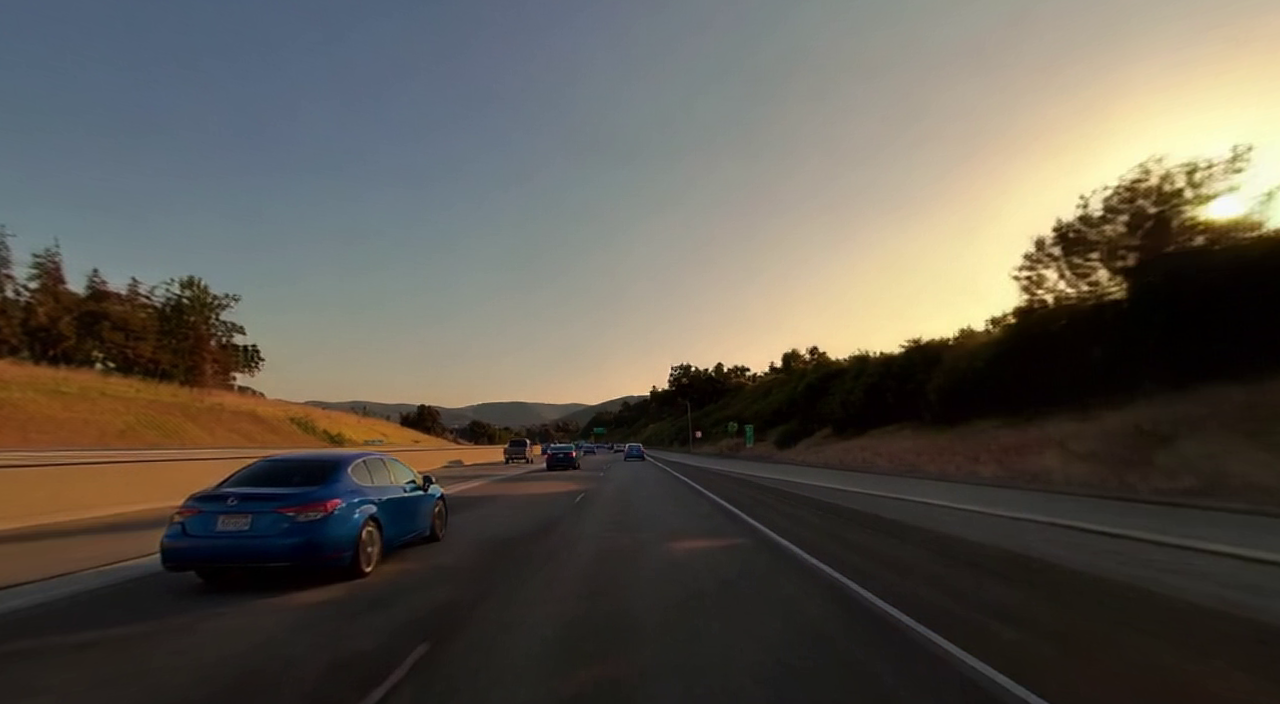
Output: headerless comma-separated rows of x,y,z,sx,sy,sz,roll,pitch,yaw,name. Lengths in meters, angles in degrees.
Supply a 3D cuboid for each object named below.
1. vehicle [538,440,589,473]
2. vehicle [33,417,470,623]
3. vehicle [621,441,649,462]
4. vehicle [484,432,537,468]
-3.732,5.174,31.606,2.068,1.501,4.395,0,-8,-1,vehicle
-3.474,1.573,6.952,2.025,1.506,4.429,0,-8,-1,vehicle
-0.426,7.716,49.059,2.018,1.508,4.087,0,-8,-2,vehicle
-7.733,5.905,38.288,2.171,1.982,5.246,0,-8,-1,vehicle
